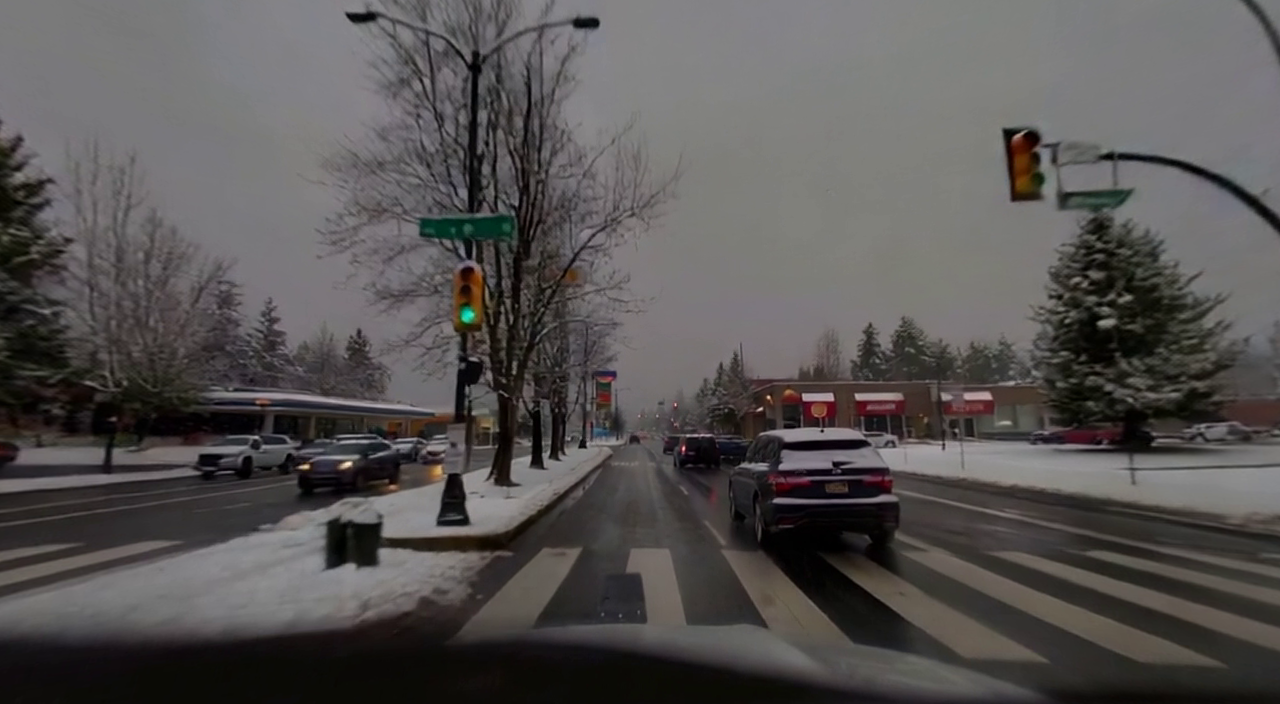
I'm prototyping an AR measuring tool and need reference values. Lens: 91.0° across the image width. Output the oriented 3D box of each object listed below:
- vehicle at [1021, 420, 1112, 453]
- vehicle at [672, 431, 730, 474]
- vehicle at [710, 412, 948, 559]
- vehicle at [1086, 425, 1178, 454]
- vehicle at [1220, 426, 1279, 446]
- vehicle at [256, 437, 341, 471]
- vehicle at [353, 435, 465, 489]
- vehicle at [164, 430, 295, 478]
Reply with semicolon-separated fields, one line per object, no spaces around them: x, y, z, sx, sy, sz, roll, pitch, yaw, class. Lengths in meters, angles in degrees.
24.669;4.966;36.632;2.066;1.817;4.675;0;-9;1;vehicle
2.514;4.309;27.096;1.999;1.679;4.217;0;-9;-1;vehicle
2.516;1.958;9.950;2.183;1.720;4.842;0;-9;-1;vehicle
28.227;5.089;36.280;2.131;1.561;3.901;0;-9;-1;vehicle
45.181;6.120;45.944;3.647;1.414;1.691;-3;-9;20;vehicle
-18.154;5.432;33.740;1.881;1.679;4.598;0;-9;1;vehicle
-7.512;3.623;21.015;2.014;1.566;4.437;0;-9;0;vehicle
-18.111;4.539;28.201;2.201;1.931;5.425;0;-9;0;vehicle
